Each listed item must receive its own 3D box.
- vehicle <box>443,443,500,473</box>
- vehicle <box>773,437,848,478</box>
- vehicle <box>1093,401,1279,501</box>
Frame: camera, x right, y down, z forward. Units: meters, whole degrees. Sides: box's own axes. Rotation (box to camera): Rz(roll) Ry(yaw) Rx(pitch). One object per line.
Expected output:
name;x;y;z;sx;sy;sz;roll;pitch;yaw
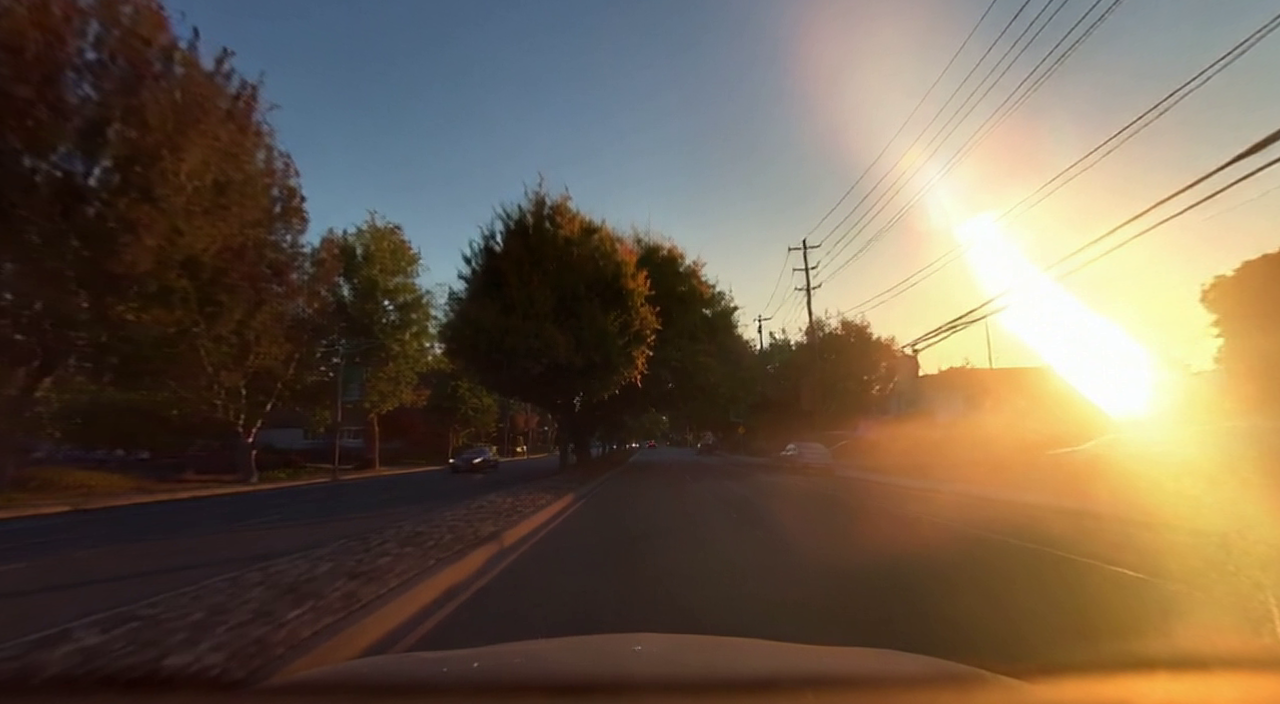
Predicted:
vehicle;-10.603;6.686;40.110;2.077;1.776;4.757;0;-8;3
vehicle;8.009;5.001;30.139;2.200;1.783;4.682;1;-8;-1
vehicle;14.422;2.167;14.492;5.886;2.000;2.372;-4;-8;5
